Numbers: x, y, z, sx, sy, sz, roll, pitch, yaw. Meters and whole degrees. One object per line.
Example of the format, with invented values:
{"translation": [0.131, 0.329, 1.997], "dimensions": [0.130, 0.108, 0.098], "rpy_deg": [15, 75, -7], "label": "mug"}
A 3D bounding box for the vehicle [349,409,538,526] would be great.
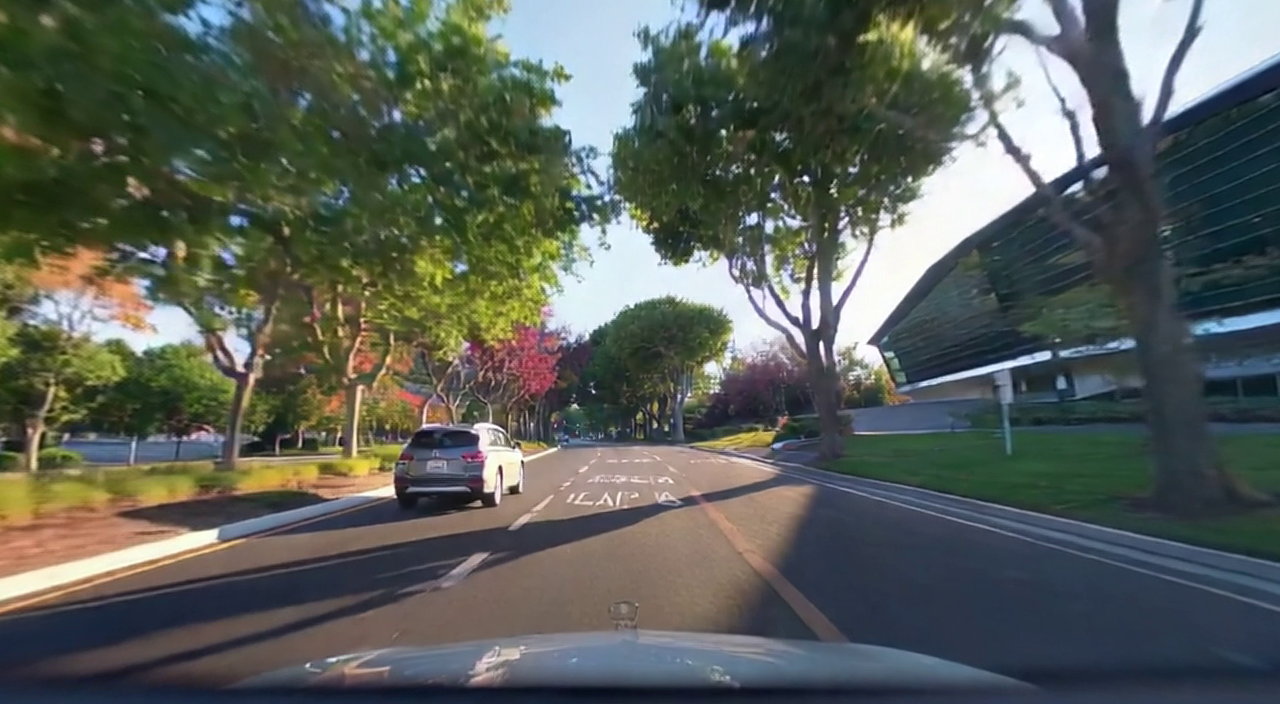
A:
{"translation": [-3.276, 1.999, 11.675], "dimensions": [2.067, 1.700, 4.561], "rpy_deg": [0, -7, -1], "label": "vehicle"}
